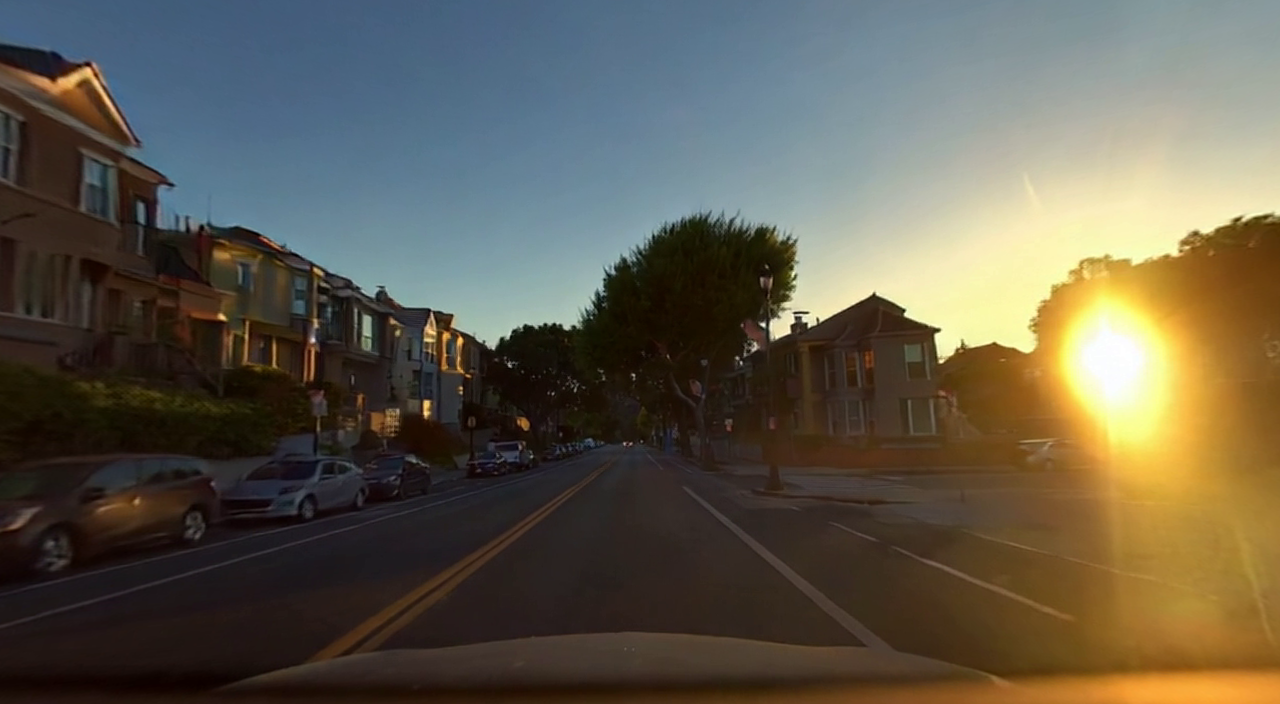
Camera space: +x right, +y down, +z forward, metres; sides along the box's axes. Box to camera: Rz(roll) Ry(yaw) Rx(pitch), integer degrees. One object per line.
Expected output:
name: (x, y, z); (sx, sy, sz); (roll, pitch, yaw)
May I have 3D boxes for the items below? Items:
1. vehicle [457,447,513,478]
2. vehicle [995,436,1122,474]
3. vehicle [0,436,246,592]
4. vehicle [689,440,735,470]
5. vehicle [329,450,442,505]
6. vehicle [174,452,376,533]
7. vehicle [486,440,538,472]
vehicle: (-8.135, 5.814, 33.496); (1.967, 1.517, 4.360); (0, -9, -1)
vehicle: (20.092, 4.971, 30.498); (4.568, 1.727, 2.199); (0, -9, -2)
vehicle: (-8.041, 2.133, 9.133); (1.919, 1.698, 4.328); (-1, -9, -1)
vehicle: (4.258, 6.173, 38.003); (2.034, 1.674, 4.271); (0, -9, -3)
vehicle: (-7.988, 3.941, 20.341); (1.836, 1.474, 4.565); (-2, -8, -1)
vehicle: (-8.071, 3.104, 14.641); (1.970, 1.480, 4.616); (-1, -9, -1)
vehicle: (-7.883, 6.492, 39.456); (2.283, 1.853, 4.903); (-1, -9, -1)
